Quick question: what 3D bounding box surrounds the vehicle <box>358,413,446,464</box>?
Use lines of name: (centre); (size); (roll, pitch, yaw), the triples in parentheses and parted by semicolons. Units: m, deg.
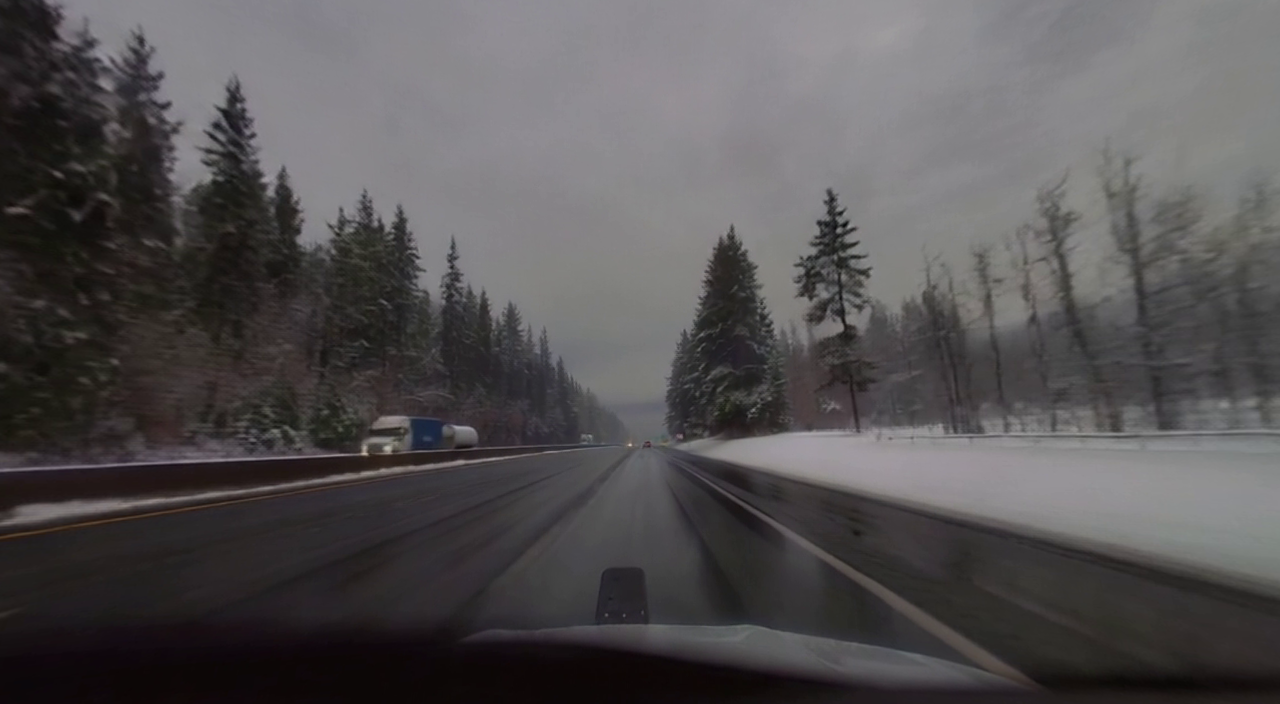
vehicle: (-16.924, 6.307, 45.739); (2.750, 3.286, 8.975); (0, -8, 1)
